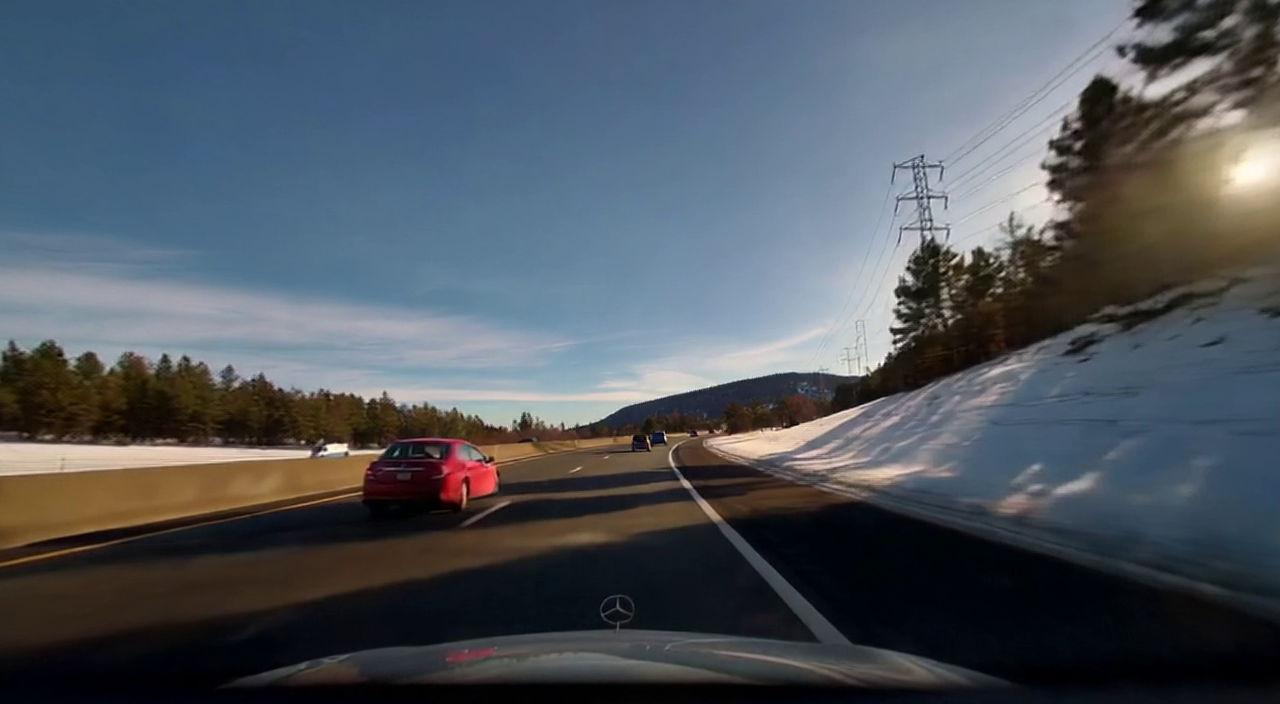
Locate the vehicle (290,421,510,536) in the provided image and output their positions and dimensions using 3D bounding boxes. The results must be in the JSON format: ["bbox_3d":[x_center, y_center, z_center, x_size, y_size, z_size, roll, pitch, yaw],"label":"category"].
[{"bbox_3d":[-3.663,1.983,10.610,2.030,1.522,4.250,0,-8,0],"label":"vehicle"}]

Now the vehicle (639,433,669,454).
[{"bbox_3d":[1.109,6.897,47.552,2.077,1.523,4.206,0,-8,3],"label":"vehicle"}]
